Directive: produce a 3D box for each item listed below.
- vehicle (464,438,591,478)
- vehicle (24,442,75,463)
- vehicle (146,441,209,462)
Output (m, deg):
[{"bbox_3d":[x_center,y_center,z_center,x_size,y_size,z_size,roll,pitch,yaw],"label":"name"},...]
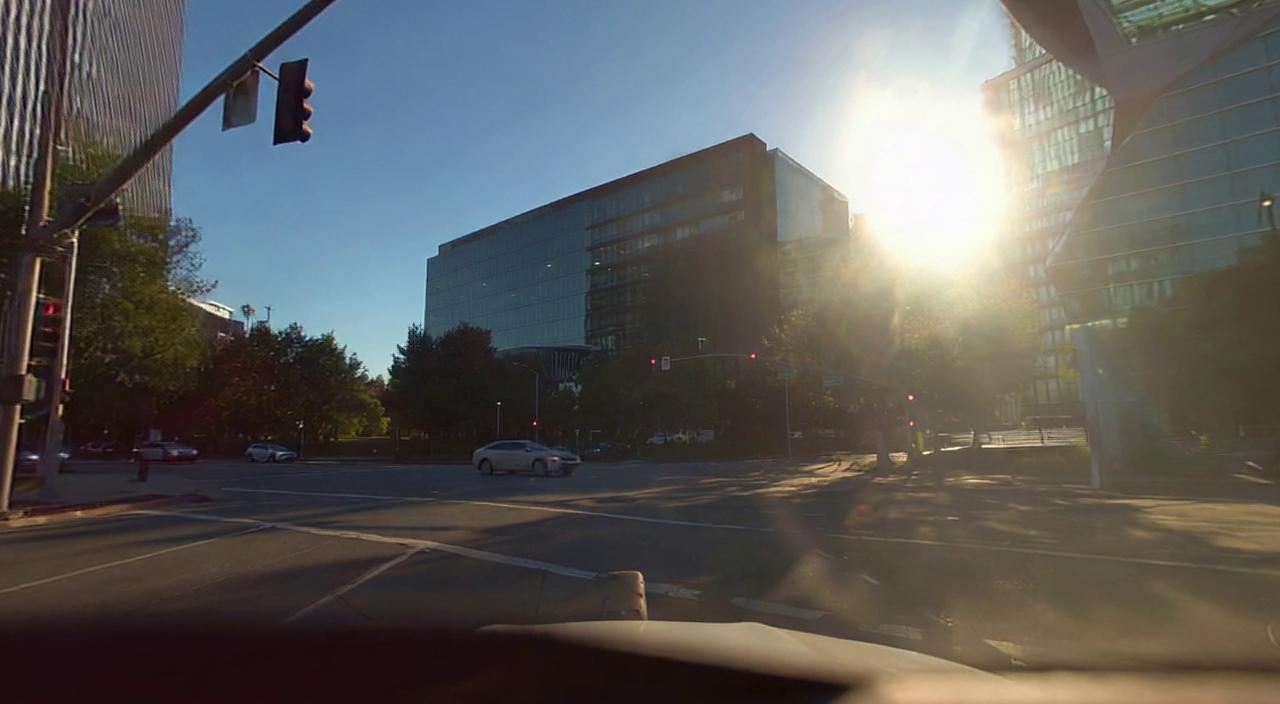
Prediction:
[{"bbox_3d":[-4.800,4.421,26.651,5.408,1.505,2.091,-6,-10,36],"label":"vehicle"},{"bbox_3d":[-40.922,6.953,43.744,4.323,1.390,1.953,-7,-11,39],"label":"vehicle"},{"bbox_3d":[-32.717,7.015,44.630,4.380,1.455,1.869,-5,-10,30],"label":"vehicle"}]
